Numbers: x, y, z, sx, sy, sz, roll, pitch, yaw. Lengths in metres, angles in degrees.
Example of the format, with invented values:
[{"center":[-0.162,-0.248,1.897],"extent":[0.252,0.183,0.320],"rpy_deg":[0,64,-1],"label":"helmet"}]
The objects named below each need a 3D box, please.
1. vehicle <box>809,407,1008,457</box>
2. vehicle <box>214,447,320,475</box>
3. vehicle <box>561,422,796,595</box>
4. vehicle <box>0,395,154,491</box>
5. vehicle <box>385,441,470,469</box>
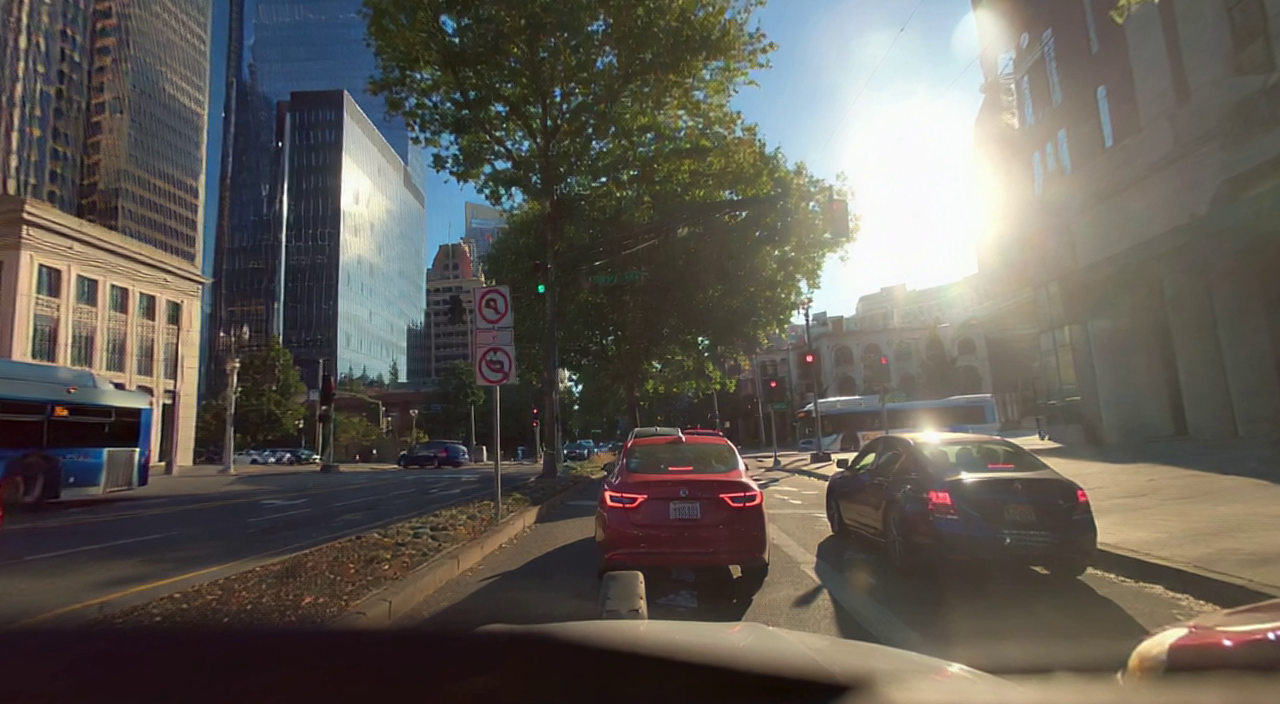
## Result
[{"center":[20.532,6.250,49.071],"extent":[13.811,3.706,2.997],"rpy_deg":[-1,-9,4],"label":"vehicle"},{"center":[-21.244,6.179,36.166],"extent":[1.883,1.461,4.830],"rpy_deg":[-5,-10,31],"label":"vehicle"},{"center":[0.361,1.631,7.386],"extent":[2.006,1.470,3.799],"rpy_deg":[0,-8,1],"label":"vehicle"},{"center":[-25.954,3.641,25.317],"extent":[2.692,3.685,10.153],"rpy_deg":[-3,-9,20],"label":"vehicle"},{"center":[-13.212,6.414,39.470],"extent":[4.561,1.645,1.892],"rpy_deg":[7,-11,-39],"label":"vehicle"}]
